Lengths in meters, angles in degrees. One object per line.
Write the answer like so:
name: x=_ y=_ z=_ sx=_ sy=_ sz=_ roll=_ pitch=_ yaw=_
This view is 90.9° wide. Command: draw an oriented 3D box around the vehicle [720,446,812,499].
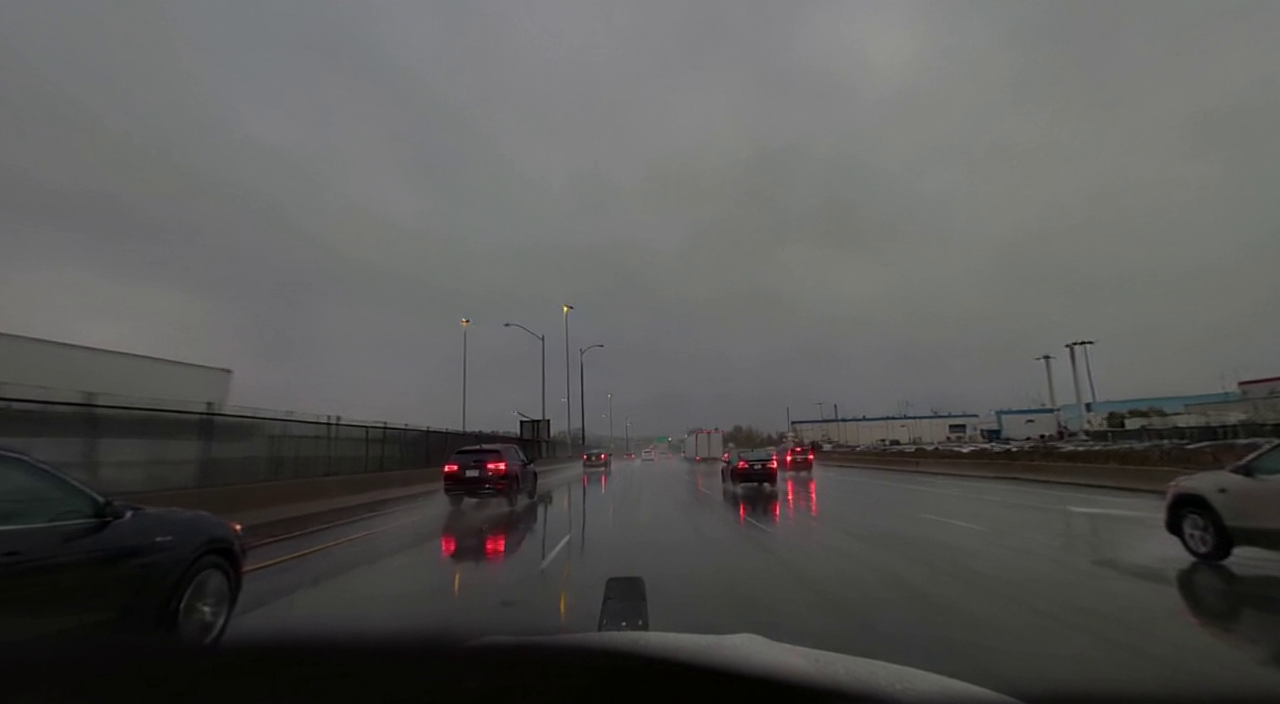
vehicle: x=3.830 y=3.736 z=19.999 sx=1.942 sy=1.453 sz=4.329 roll=0 pitch=-8 yaw=-1

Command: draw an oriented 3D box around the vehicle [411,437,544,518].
vehicle: x=-3.713 y=2.931 z=15.284 sx=2.036 sy=1.669 sz=4.112 roll=-1 pitch=-8 yaw=1

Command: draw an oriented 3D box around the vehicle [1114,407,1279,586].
vehicle: x=7.368 y=1.349 z=5.747 sx=2.145 sy=1.743 sz=5.058 roll=0 pitch=-8 yaw=0

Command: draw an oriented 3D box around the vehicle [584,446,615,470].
vehicle: x=-3.166 y=8.339 z=49.952 sx=2.108 sy=1.748 sz=4.514 roll=-1 pitch=-8 yaw=1

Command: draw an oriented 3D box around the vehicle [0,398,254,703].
vehicle: x=-3.780 y=0.881 z=1.942 sx=2.067 sy=1.555 sz=4.851 roll=0 pitch=-8 yaw=1
